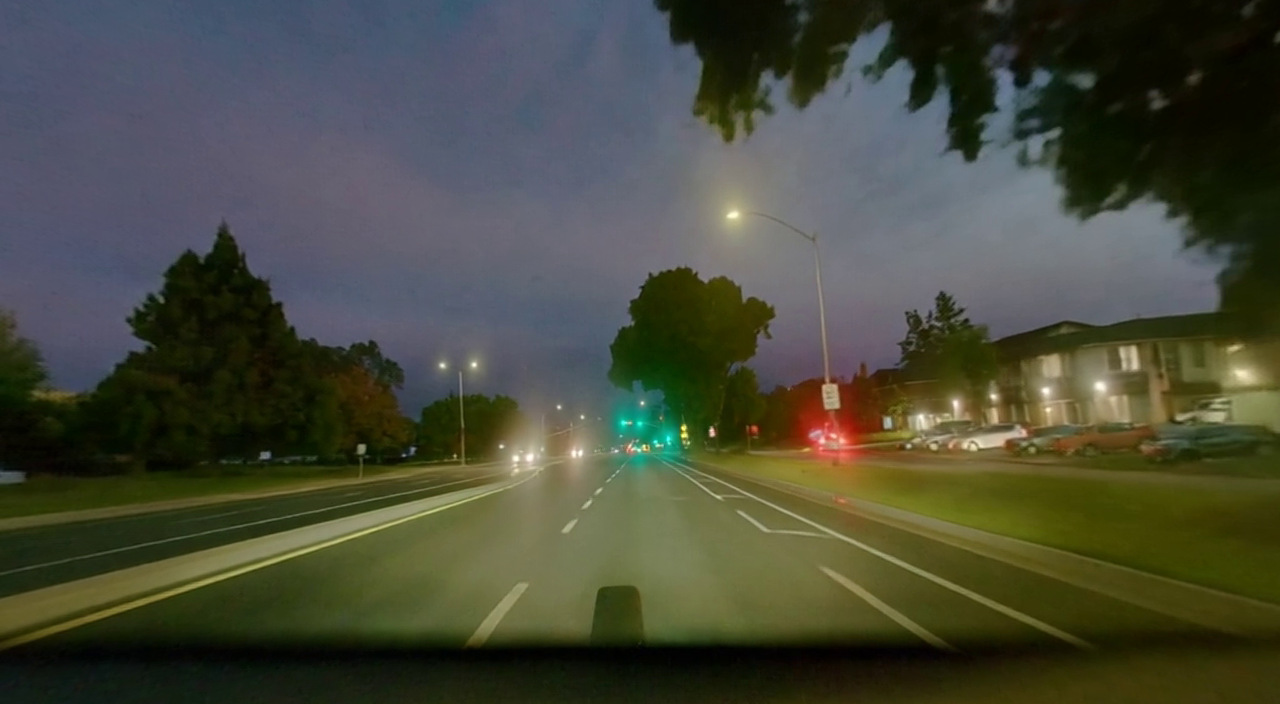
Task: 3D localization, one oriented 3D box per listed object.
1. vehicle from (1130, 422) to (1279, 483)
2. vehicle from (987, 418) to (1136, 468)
[{"bbox_3d":[16.000,2.673,16.928,1.849,1.415,4.801,0,-8,0],"label":"vehicle"},{"bbox_3d":[15.618,3.451,23.849,2.106,1.670,5.008,0,-8,0],"label":"vehicle"}]
